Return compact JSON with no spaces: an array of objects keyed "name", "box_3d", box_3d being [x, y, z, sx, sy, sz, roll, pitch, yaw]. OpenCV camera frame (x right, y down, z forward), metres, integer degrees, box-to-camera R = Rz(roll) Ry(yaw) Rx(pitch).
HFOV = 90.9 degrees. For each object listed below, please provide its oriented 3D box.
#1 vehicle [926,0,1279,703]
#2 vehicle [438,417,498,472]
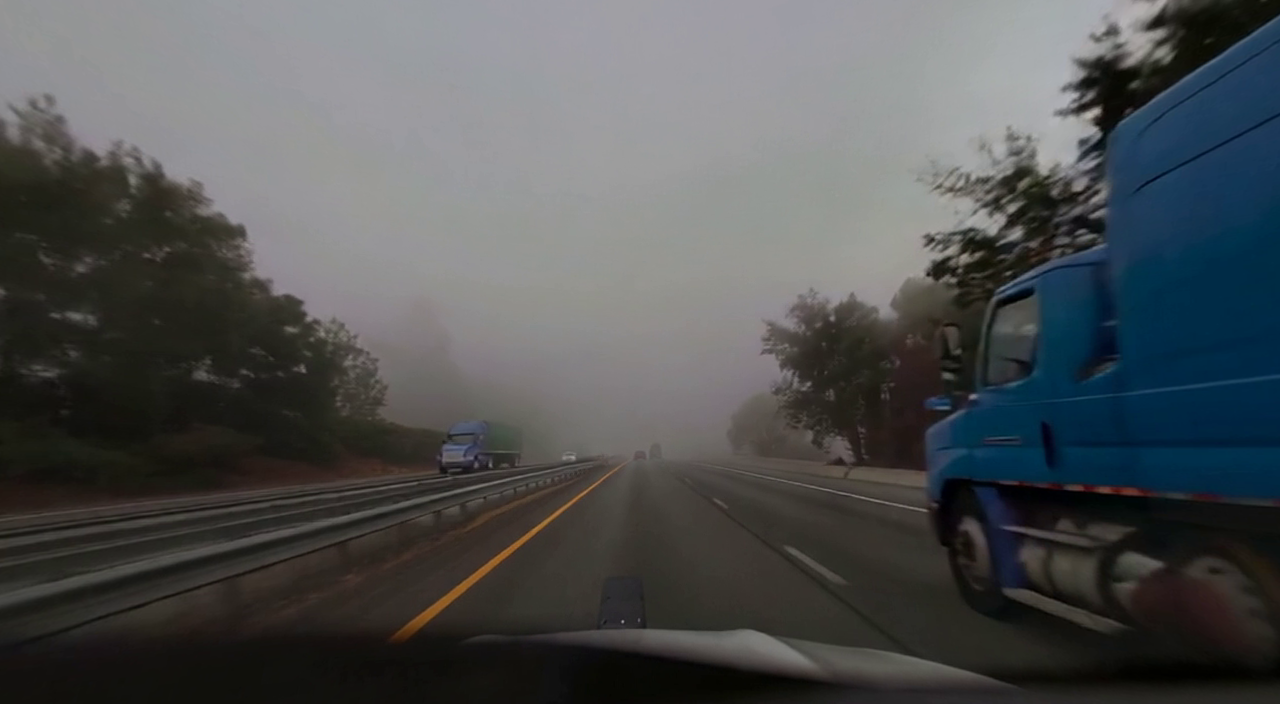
[{"name":"vehicle","box_3d":[4.125,-0.105,1.700,2.920,3.288,7.793,0,-9,-1]},{"name":"vehicle","box_3d":[-13.382,7.266,49.554,3.012,3.998,5.861,0,-9,0]}]
